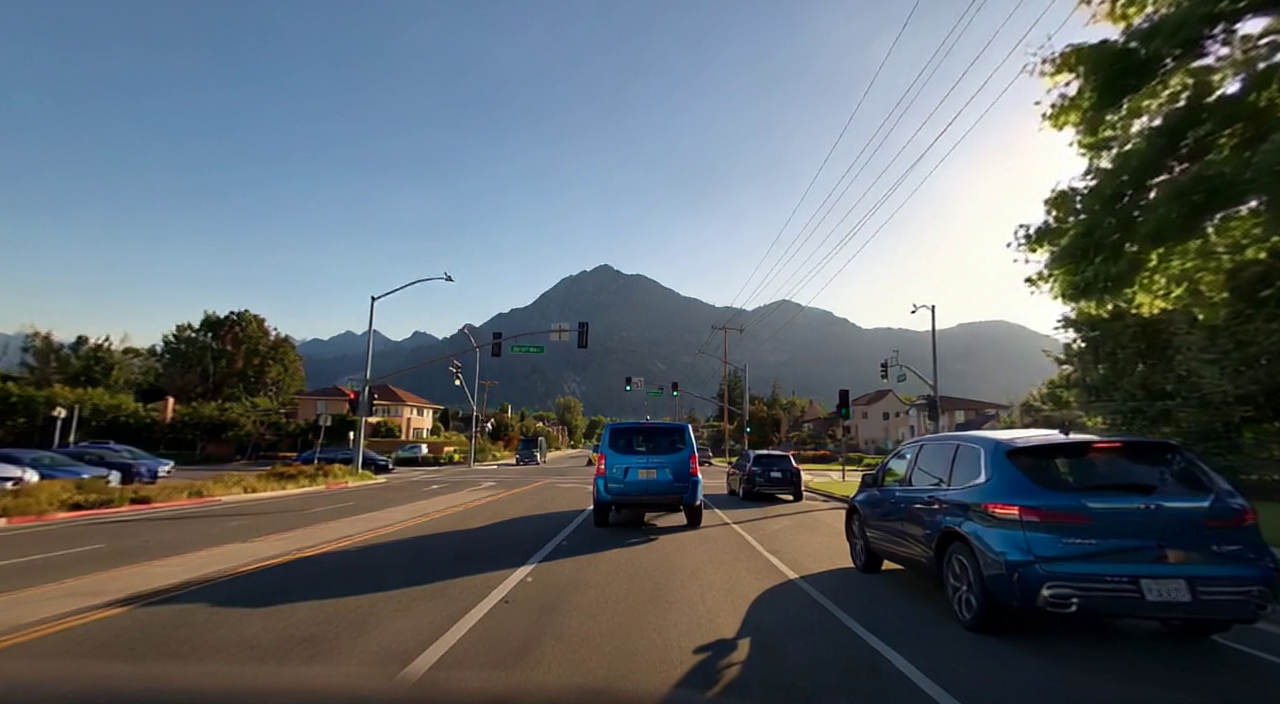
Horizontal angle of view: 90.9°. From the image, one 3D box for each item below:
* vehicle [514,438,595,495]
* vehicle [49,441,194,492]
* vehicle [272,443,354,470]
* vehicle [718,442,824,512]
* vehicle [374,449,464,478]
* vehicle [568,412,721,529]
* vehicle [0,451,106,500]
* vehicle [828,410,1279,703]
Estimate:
[{"bbox_3d":[-2.809,3.906,21.859,2.059,1.749,4.458,0,-8,2],"label":"vehicle"},{"bbox_3d":[-20.422,4.496,25.171,1.996,1.809,4.699,1,-8,-5],"label":"vehicle"},{"bbox_3d":[-22.030,7.041,42.535,4.428,1.738,1.886,0,-8,1],"label":"vehicle"},{"bbox_3d":[3.390,3.298,17.227,1.957,1.646,4.355,0,-8,0],"label":"vehicle"},{"bbox_3d":[-12.559,6.286,35.871,4.644,1.533,2.005,-4,-9,24],"label":"vehicle"},{"bbox_3d":[0.081,2.433,13.554,2.636,2.011,5.130,0,-8,0],"label":"vehicle"},{"bbox_3d":[-20.081,3.901,20.131,1.830,1.436,4.771,0,-8,1],"label":"vehicle"},{"bbox_3d":[3.523,1.497,5.774,2.155,1.658,4.721,0,-8,0],"label":"vehicle"}]
